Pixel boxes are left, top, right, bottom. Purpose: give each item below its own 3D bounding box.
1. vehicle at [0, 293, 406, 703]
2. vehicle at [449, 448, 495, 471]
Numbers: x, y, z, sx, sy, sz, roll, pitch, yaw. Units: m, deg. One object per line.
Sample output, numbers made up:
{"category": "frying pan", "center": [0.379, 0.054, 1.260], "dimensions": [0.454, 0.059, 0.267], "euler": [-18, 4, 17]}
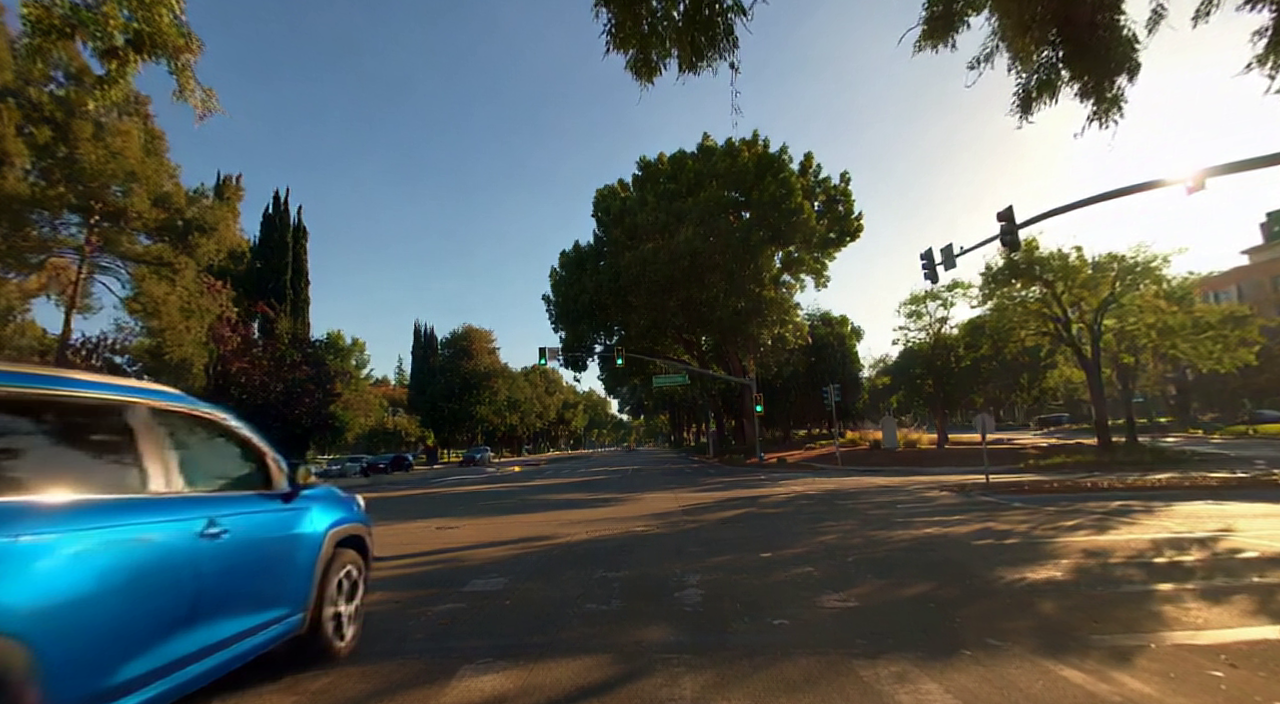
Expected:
{"category": "vehicle", "center": [-3.061, 0.869, 2.969], "dimensions": [2.123, 1.799, 4.425], "euler": [0, -8, 1]}
{"category": "vehicle", "center": [-11.904, 7.639, 44.987], "dimensions": [1.980, 1.452, 4.318], "euler": [0, -8, 2]}
